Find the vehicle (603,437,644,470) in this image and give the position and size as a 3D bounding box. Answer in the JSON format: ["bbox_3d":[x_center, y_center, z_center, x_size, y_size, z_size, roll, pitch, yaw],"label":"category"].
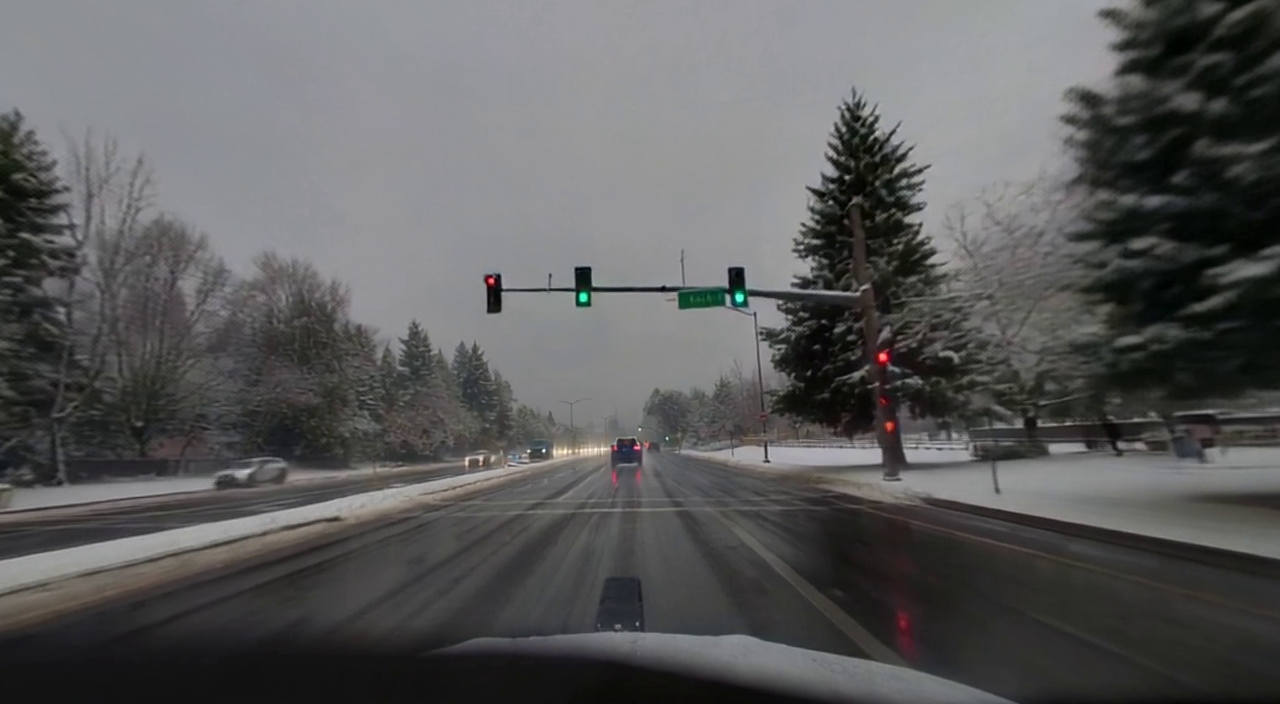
[{"bbox_3d":[-0.877,5.711,35.620,2.174,1.703,4.231,0,-9,0],"label":"vehicle"}]

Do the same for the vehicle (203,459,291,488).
[{"bbox_3d":[-22.685,7.013,36.703,1.961,1.486,4.853,0,-9,0],"label":"vehicle"}]
